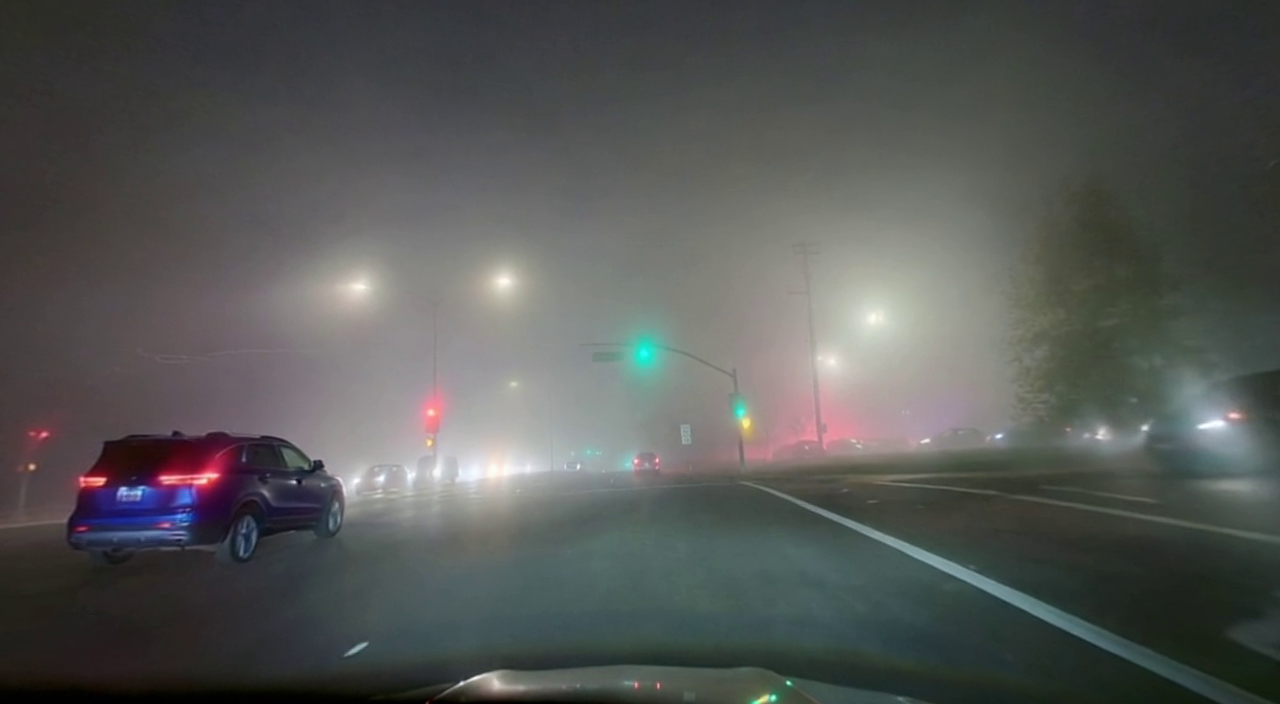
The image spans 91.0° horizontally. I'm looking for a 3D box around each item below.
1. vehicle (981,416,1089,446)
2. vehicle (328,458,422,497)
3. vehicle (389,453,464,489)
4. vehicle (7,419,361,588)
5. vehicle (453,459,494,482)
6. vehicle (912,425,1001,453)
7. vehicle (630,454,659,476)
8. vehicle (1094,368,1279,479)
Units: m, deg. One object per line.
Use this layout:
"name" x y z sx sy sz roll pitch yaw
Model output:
"vehicle" 20.991 4.272 33.662 1.876 1.465 4.500 4 -9 -26
"vehicle" -11.479 5.491 27.666 2.149 1.527 4.691 0 -11 -1
"vehicle" -12.129 6.757 36.252 2.167 1.799 5.682 0 -8 1
"vehicle" -6.176 2.041 9.398 2.027 1.908 4.273 0 -8 0
"vehicle" -11.975 8.533 45.539 1.871 1.539 3.929 0 -8 0
"vehicle" 18.976 5.206 37.999 1.947 1.477 4.661 5 -8 -21
"vehicle" 0.330 8.388 47.115 2.091 1.494 3.962 0 -8 0
"vehicle" 12.129 1.312 11.911 5.357 1.845 2.151 -2 -8 -1
